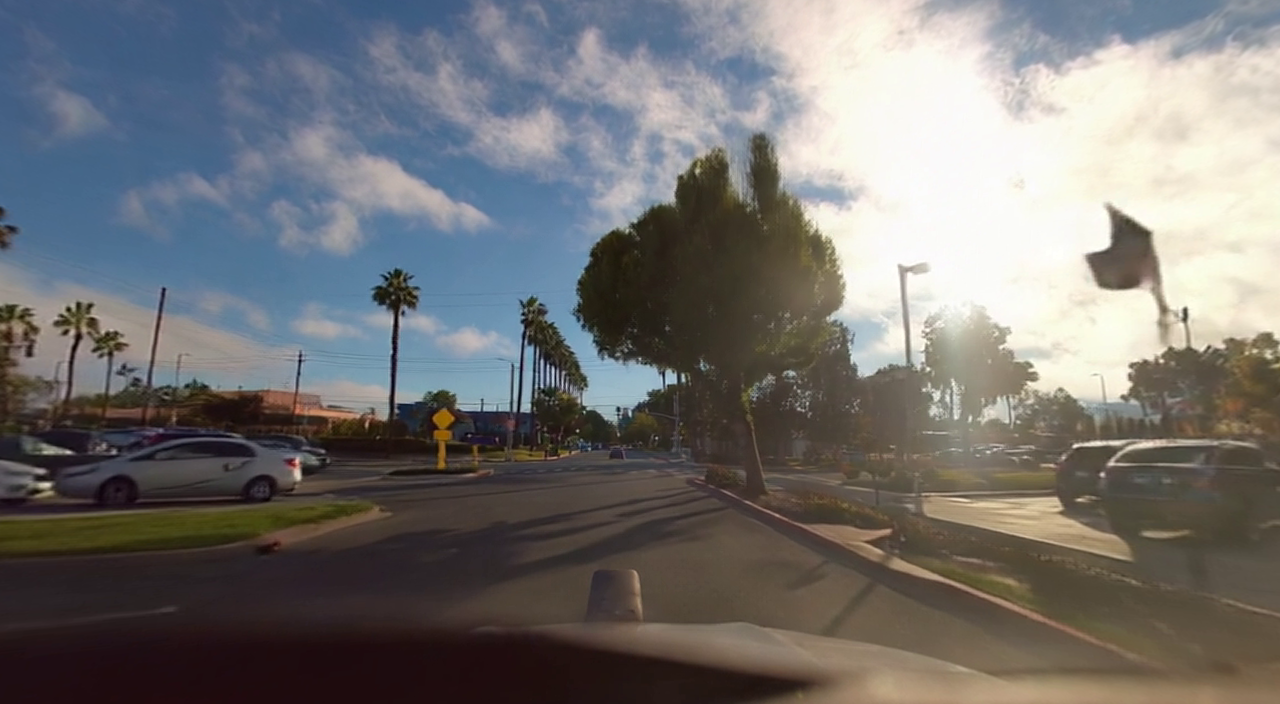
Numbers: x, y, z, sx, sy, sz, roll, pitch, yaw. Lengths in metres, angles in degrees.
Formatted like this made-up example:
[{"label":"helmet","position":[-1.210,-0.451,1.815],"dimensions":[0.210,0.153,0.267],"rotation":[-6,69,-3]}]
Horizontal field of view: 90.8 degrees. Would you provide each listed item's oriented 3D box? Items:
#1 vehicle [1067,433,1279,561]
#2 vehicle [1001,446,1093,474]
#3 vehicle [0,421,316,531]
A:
[{"label":"vehicle","position":[9.359,2.184,10.256],"dimensions":[4.651,1.610,2.157],"rotation":[6,-10,-31]},{"label":"vehicle","position":[27.908,7.390,43.430],"dimensions":[4.839,1.845,2.037],"rotation":[0,-8,-1]},{"label":"vehicle","position":[-8.402,2.021,10.963],"dimensions":[2.086,1.434,4.809],"rotation":[-3,-9,18]}]
